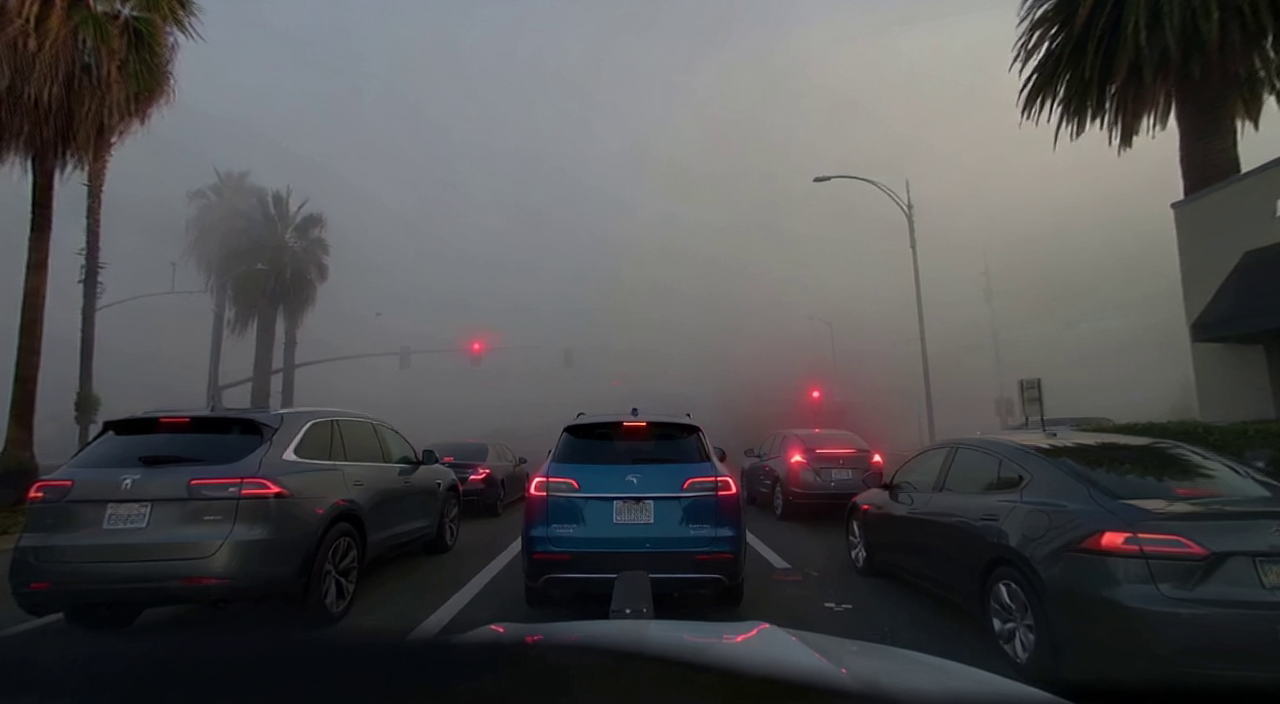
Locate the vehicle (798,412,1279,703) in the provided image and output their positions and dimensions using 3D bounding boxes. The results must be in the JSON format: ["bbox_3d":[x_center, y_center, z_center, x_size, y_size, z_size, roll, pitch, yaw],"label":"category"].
[{"bbox_3d":[2.955,1.370,5.253,2.017,1.491,4.611,0,-8,-1],"label":"vehicle"}]

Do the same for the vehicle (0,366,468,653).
[{"bbox_3d":[-3.350,1.281,6.134,2.014,1.755,4.360,0,-8,1],"label":"vehicle"}]

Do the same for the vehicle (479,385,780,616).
[{"bbox_3d":[-0.127,1.454,7.063,2.280,1.747,4.361,0,-8,-1],"label":"vehicle"}]
